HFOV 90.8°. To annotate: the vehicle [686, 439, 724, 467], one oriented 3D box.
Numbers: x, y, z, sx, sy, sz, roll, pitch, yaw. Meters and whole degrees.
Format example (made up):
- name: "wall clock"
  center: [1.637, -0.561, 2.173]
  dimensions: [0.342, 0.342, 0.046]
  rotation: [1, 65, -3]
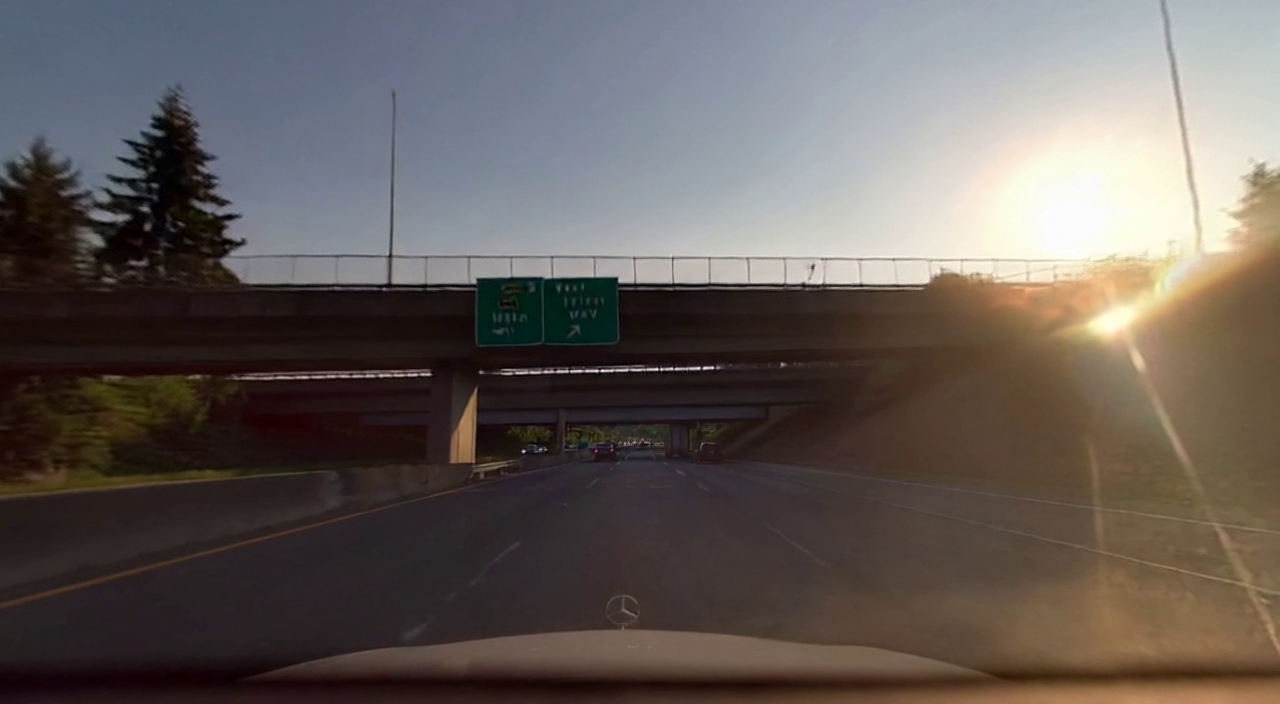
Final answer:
- name: "vehicle"
  center: [4.639, 7.260, 45.519]
  dimensions: [2.100, 1.889, 4.969]
  rotation: [0, -9, -1]
